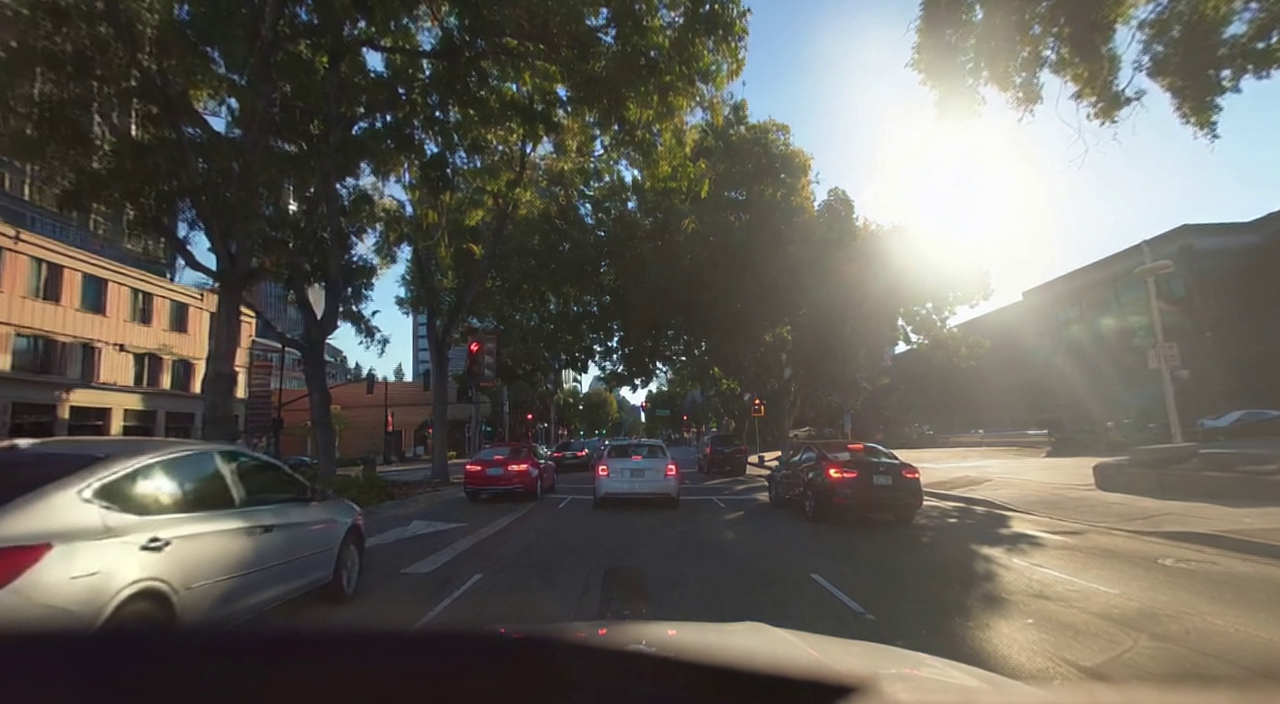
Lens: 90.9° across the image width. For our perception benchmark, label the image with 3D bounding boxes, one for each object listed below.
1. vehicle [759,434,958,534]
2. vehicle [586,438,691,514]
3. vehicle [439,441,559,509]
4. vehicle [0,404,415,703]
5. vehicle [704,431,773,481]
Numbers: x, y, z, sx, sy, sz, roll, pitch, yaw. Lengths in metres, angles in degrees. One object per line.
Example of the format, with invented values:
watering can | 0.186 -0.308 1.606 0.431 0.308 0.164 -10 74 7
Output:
vehicle | 3.717 2.314 11.743 1.990 1.486 4.431 0 -8 -2
vehicle | -0.091 2.769 14.620 2.101 1.480 3.929 0 -8 -2
vehicle | -3.398 3.033 16.056 2.002 1.465 4.098 0 -8 2
vehicle | -3.315 1.203 4.067 2.038 1.481 4.379 0 -8 1
vehicle | 4.195 4.516 27.755 2.142 1.957 5.443 0 -8 0
